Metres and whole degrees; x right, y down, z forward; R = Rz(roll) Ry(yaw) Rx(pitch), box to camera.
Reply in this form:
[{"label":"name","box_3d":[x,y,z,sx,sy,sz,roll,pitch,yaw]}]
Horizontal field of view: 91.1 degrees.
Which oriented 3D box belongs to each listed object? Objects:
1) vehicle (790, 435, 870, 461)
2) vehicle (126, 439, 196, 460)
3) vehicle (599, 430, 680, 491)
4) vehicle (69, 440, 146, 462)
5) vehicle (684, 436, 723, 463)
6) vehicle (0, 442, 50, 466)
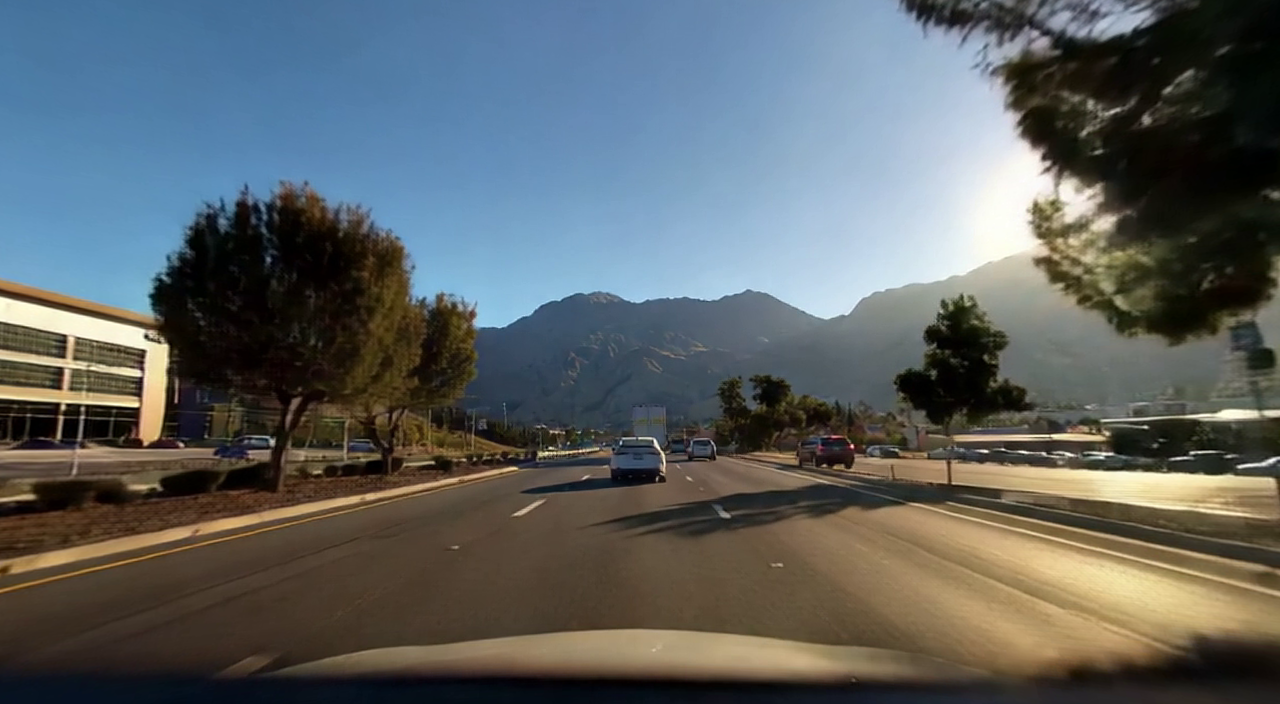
[{"label":"vehicle","box_3d":[13.091,6.629,43.546,4.887,1.734,2.014,0,-8,2]},{"label":"vehicle","box_3d":[-35.717,7.302,46.895,3.714,1.510,1.917,4,-9,-23]},{"label":"vehicle","box_3d":[-0.011,3.248,19.105,2.193,1.651,3.946,0,-8,0]},{"label":"vehicle","box_3d":[-36.698,6.849,43.370,3.640,1.447,1.788,4,-9,-26]},{"label":"vehicle","box_3d":[4.119,6.413,41.326,2.088,1.655,4.360,0,-8,0]},{"label":"vehicle","box_3d":[-37.143,5.949,36.713,3.325,1.360,1.590,3,-9,-21]}]
